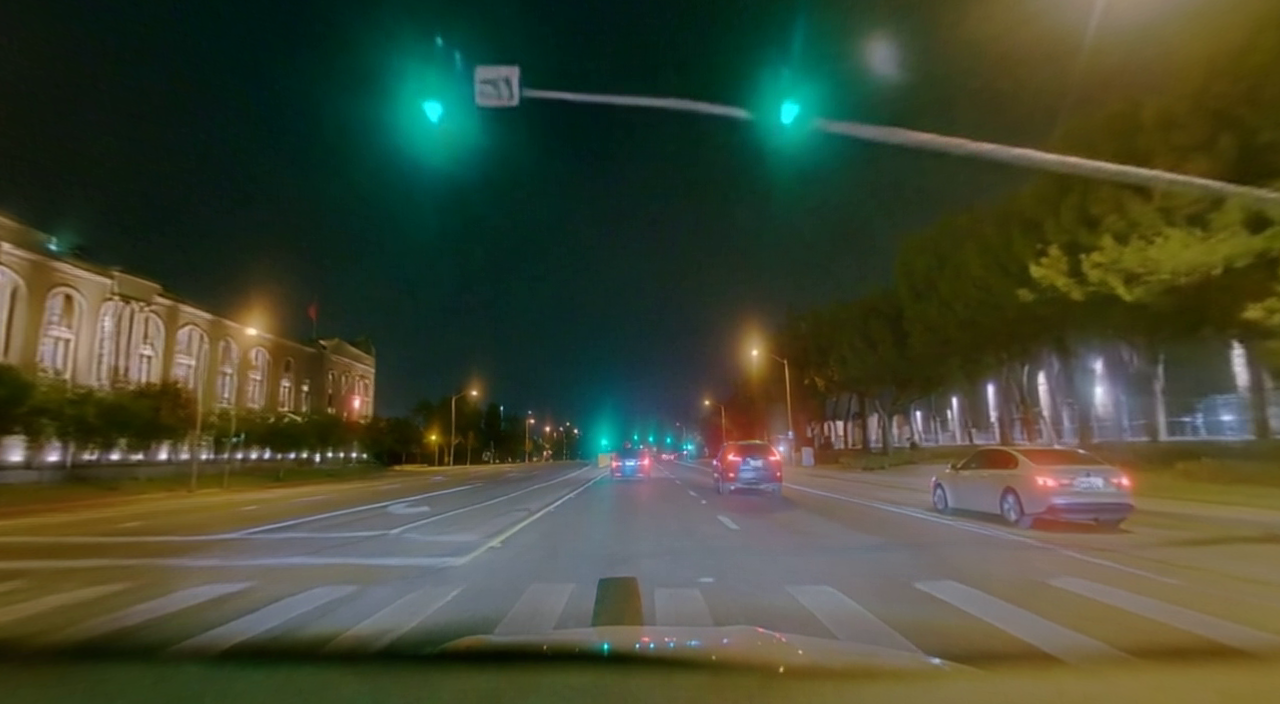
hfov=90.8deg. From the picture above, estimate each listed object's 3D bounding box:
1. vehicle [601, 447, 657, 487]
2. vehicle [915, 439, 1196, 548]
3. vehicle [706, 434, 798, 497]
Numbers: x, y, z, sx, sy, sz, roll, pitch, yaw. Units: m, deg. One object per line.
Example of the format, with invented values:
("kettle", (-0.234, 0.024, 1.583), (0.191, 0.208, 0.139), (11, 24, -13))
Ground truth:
("vehicle", (-0.434, 4.499, 25.114), (2.054, 1.446, 3.969), (0, -8, -1))
("vehicle", (6.677, 2.268, 10.899), (1.868, 1.472, 4.274), (0, -8, -1))
("vehicle", (3.440, 3.578, 20.296), (2.036, 1.757, 4.300), (0, -8, -1))
